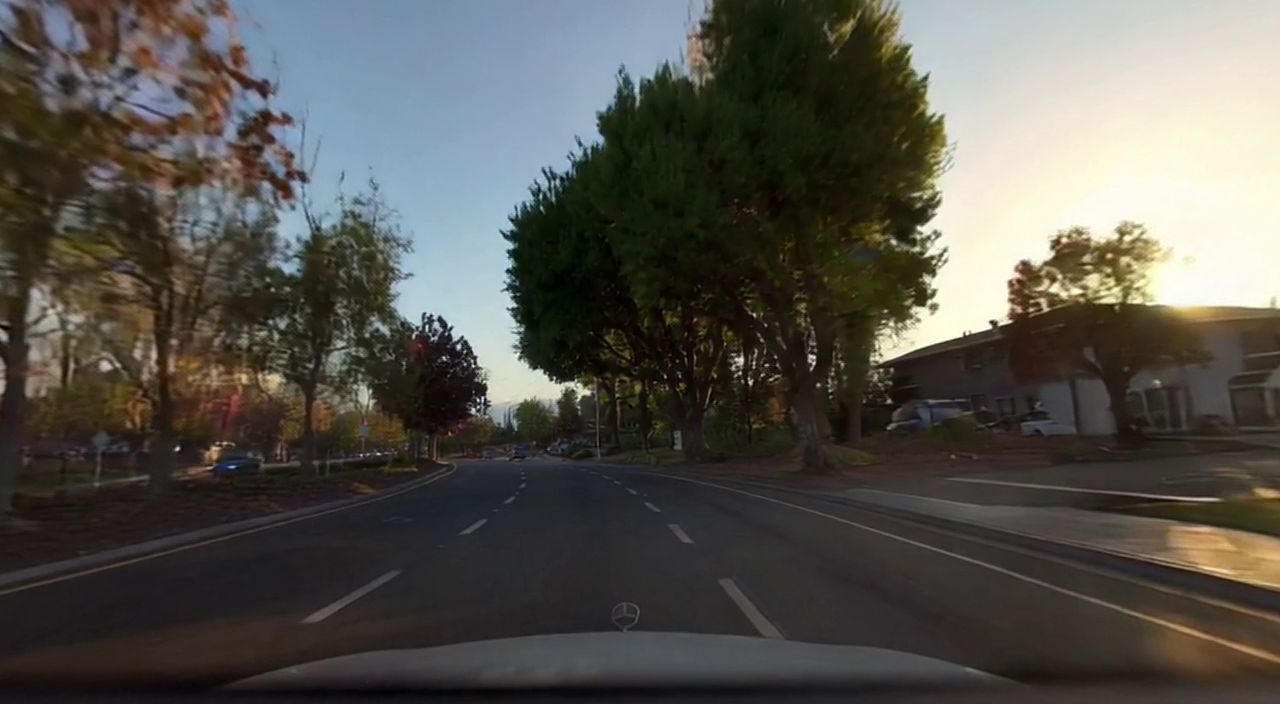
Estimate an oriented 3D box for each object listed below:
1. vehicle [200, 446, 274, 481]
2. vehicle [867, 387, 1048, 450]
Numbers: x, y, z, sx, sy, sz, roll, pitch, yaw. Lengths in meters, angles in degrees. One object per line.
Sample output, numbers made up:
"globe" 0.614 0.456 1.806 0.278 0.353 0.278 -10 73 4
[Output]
"vehicle" -25.609 7.071 40.431 2.284 2.059 5.740 2 -9 -16
"vehicle" 15.485 3.488 31.541 2.757 2.765 7.526 6 -10 -33
